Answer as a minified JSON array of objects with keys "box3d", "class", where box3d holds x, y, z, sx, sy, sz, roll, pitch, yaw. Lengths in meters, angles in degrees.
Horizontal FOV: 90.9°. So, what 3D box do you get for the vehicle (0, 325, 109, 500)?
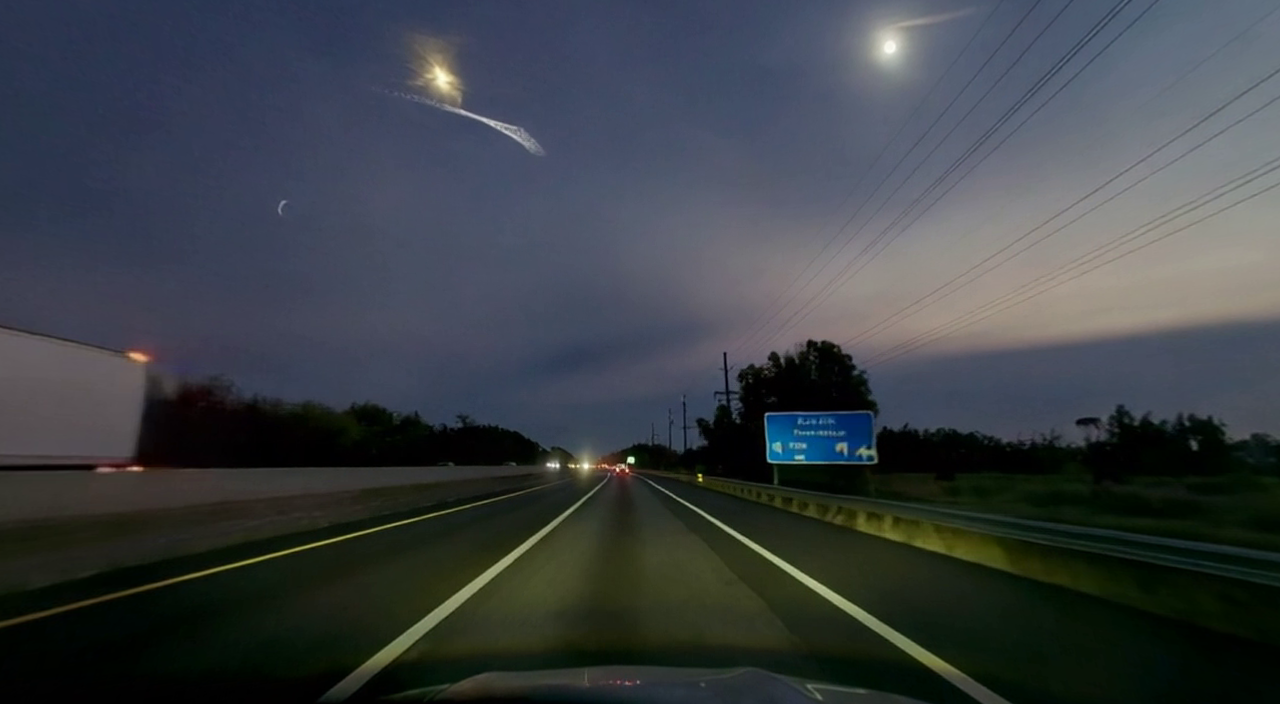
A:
[{"box3d":[-16.441,0.613,10.456,3.031,4.028,14.206,1,-10,-1],"class":"vehicle"}]
